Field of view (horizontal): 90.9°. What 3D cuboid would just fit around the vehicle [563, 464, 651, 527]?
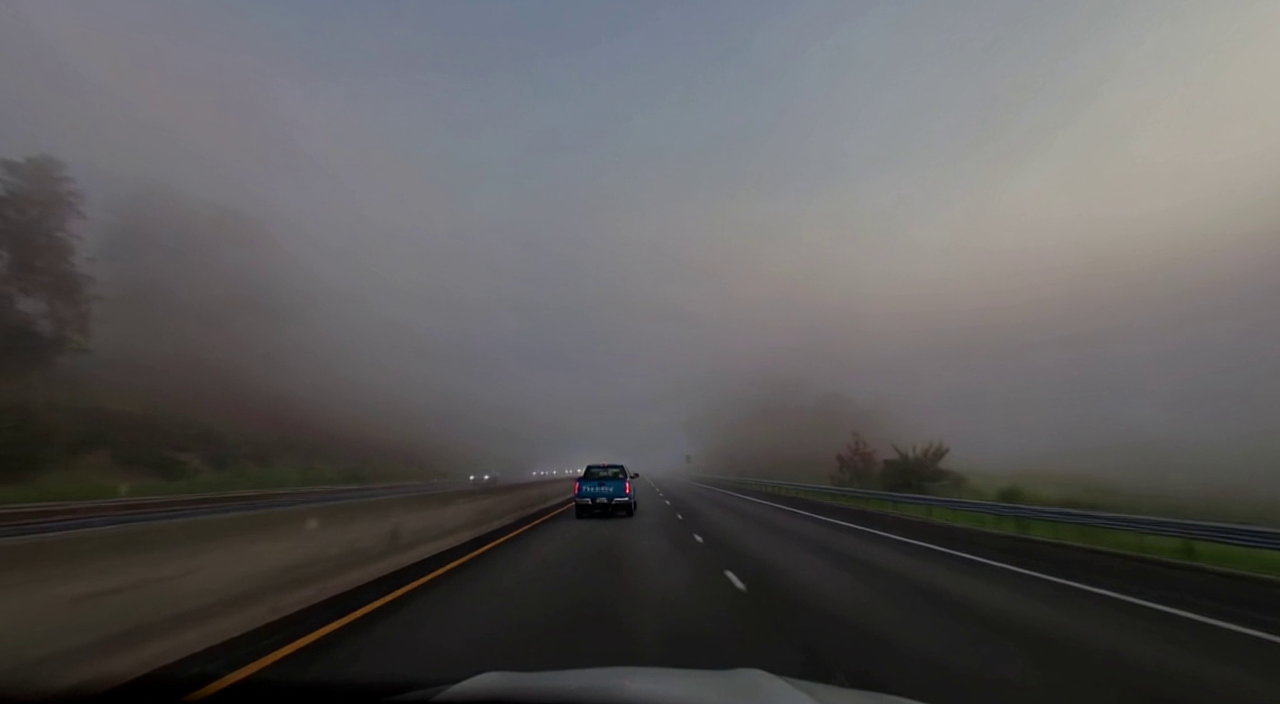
[{"bbox_3d":[-0.804,3.988,18.009,2.135,1.506,5.041,1,-10,0],"label":"vehicle"}]
